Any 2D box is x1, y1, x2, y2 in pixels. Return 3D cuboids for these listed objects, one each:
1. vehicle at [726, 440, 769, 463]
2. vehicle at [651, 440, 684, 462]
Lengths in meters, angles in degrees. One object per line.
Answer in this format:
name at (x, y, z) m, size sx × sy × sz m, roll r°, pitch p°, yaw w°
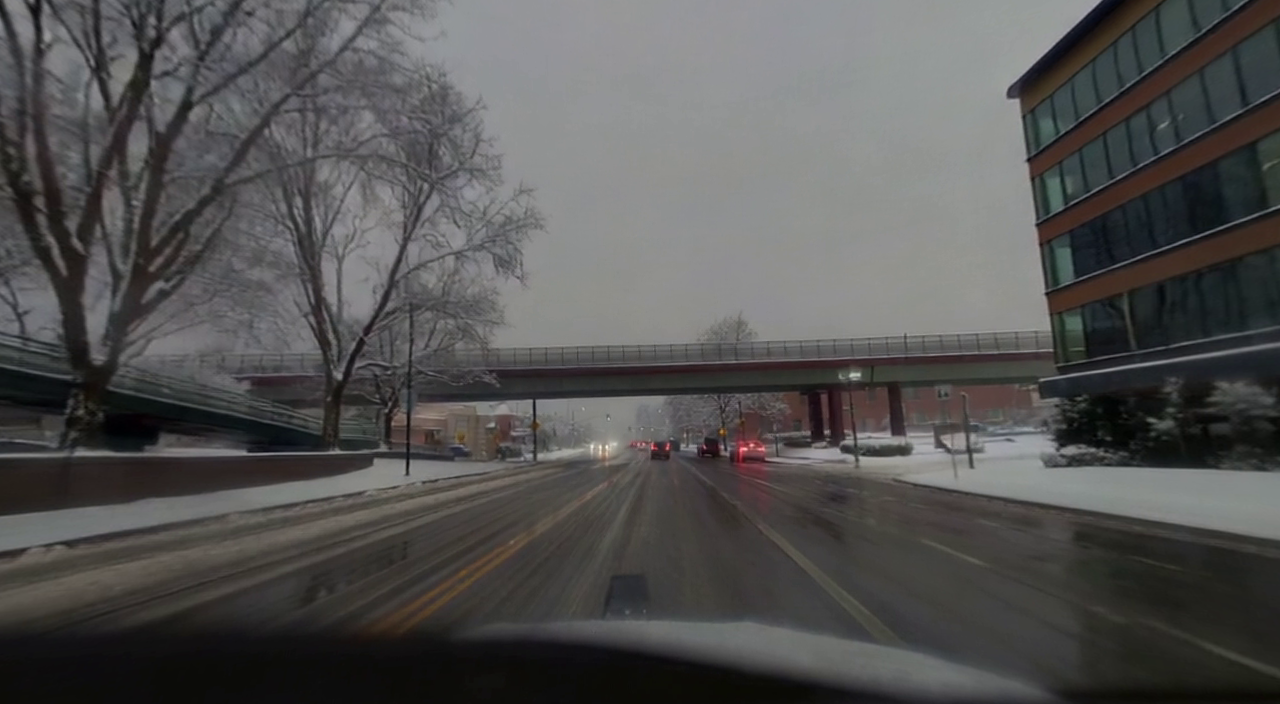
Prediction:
vehicle at (7.348, 6.854, 43.486) m, size 2.035 × 1.435 × 4.481 m, roll 0°, pitch -8°, yaw -1°
vehicle at (1.976, 7.144, 45.587) m, size 2.280 × 1.475 × 4.051 m, roll -1°, pitch -8°, yaw 2°
